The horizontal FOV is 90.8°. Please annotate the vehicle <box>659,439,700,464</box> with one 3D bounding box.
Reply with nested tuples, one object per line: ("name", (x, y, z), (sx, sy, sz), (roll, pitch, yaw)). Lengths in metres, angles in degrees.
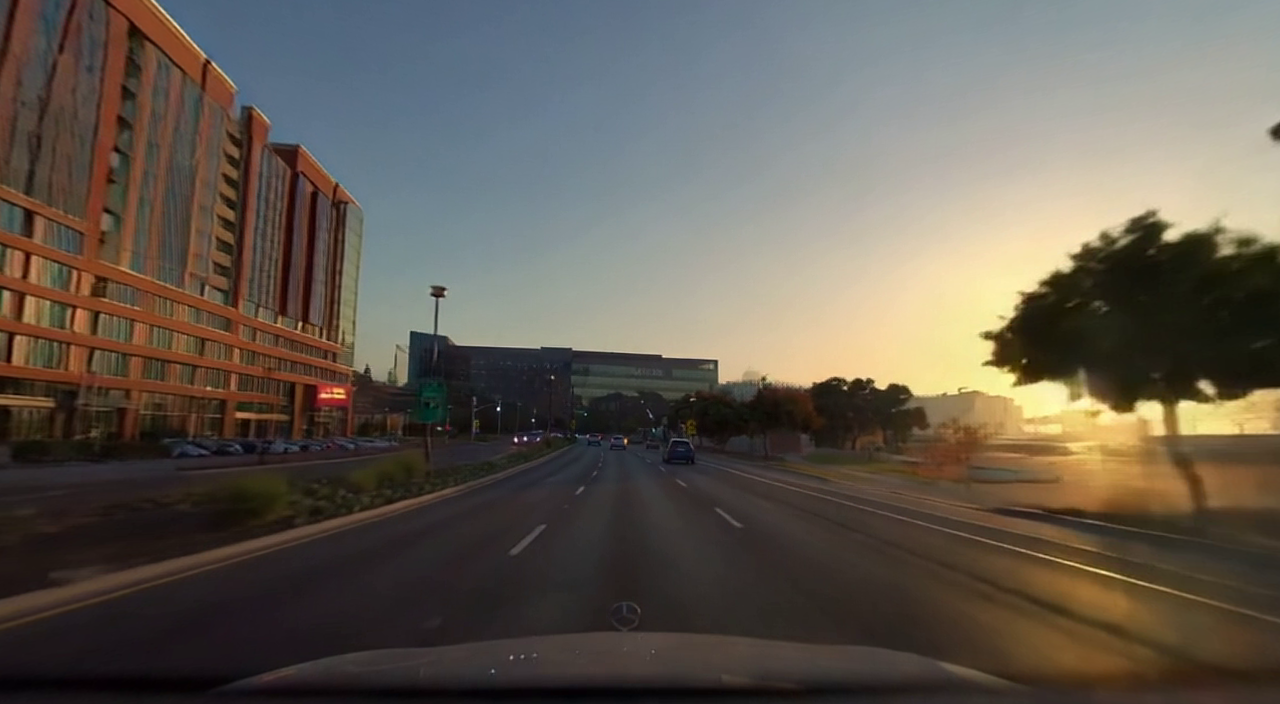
("vehicle", (2.417, 6.233, 39.649), (2.090, 1.506, 4.382), (0, -9, -3))
